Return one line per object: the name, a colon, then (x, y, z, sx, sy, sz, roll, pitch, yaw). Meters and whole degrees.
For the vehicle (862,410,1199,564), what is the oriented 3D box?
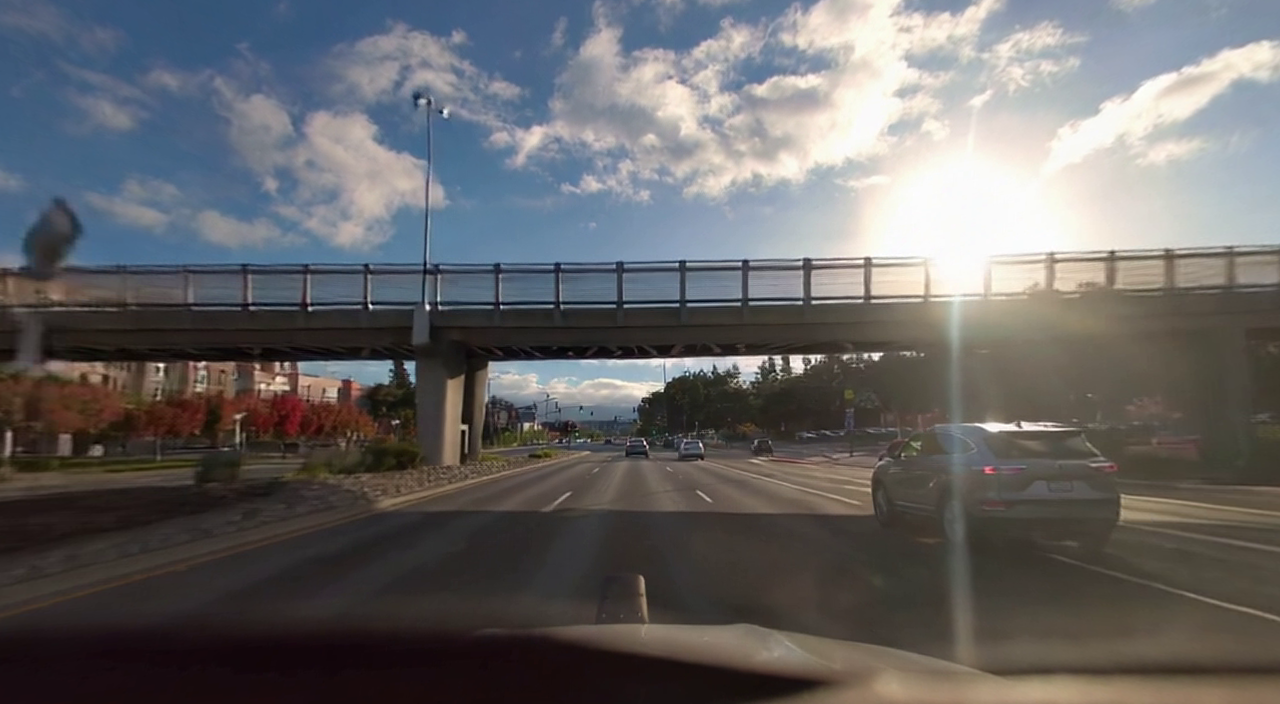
vehicle: (5.281, 1.884, 9.586, 2.130, 1.741, 4.665, 0, -8, 1)

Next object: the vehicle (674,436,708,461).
vehicle: (3.654, 7.042, 46.090, 2.165, 1.708, 3.928, 0, -8, 0)
